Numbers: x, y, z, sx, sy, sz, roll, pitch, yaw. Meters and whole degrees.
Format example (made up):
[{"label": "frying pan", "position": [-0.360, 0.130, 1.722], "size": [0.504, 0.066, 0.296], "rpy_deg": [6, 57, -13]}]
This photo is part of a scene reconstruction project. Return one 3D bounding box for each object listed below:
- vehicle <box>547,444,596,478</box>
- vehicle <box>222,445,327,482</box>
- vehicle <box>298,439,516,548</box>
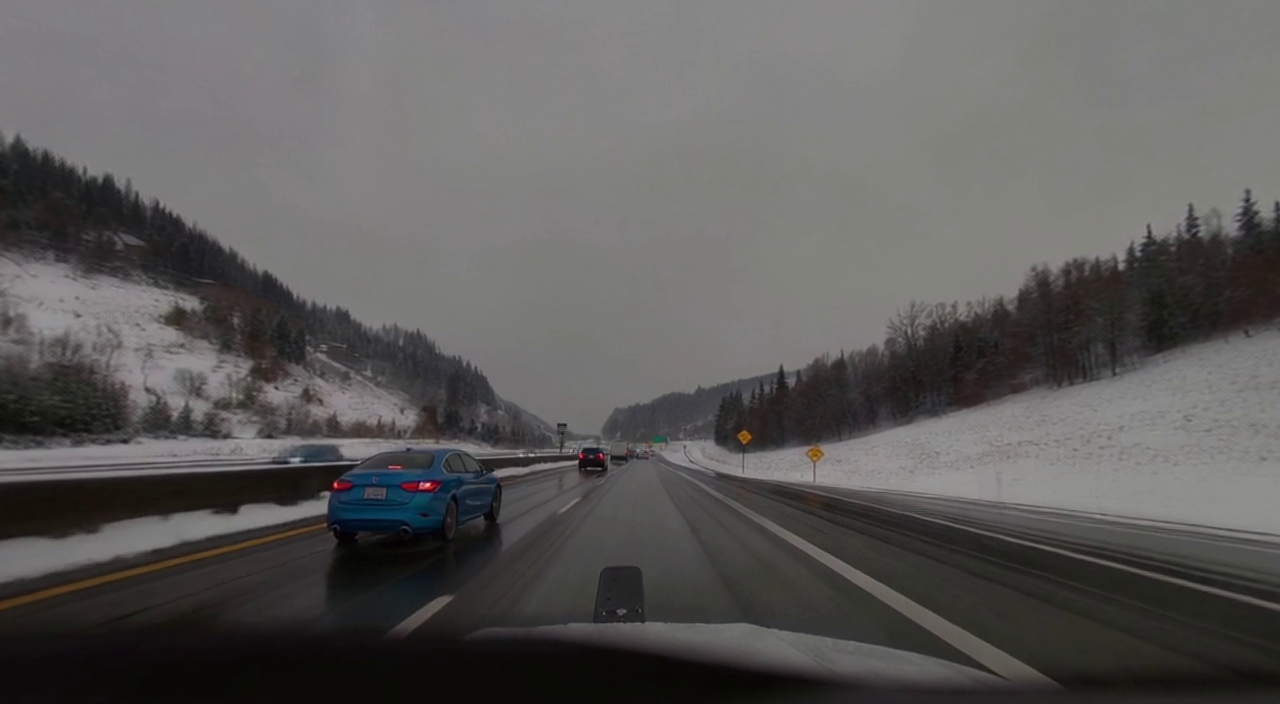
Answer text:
[{"label": "vehicle", "position": [-3.588, 5.830, 33.874], "size": [2.073, 1.694, 4.162], "rpy_deg": [0, -9, 1]}, {"label": "vehicle", "position": [-15.926, 4.869, 27.804], "size": [1.930, 1.482, 4.513], "rpy_deg": [0, -9, 0]}, {"label": "vehicle", "position": [-3.580, 2.263, 10.791], "size": [1.988, 1.440, 4.504], "rpy_deg": [0, -9, 0]}]
